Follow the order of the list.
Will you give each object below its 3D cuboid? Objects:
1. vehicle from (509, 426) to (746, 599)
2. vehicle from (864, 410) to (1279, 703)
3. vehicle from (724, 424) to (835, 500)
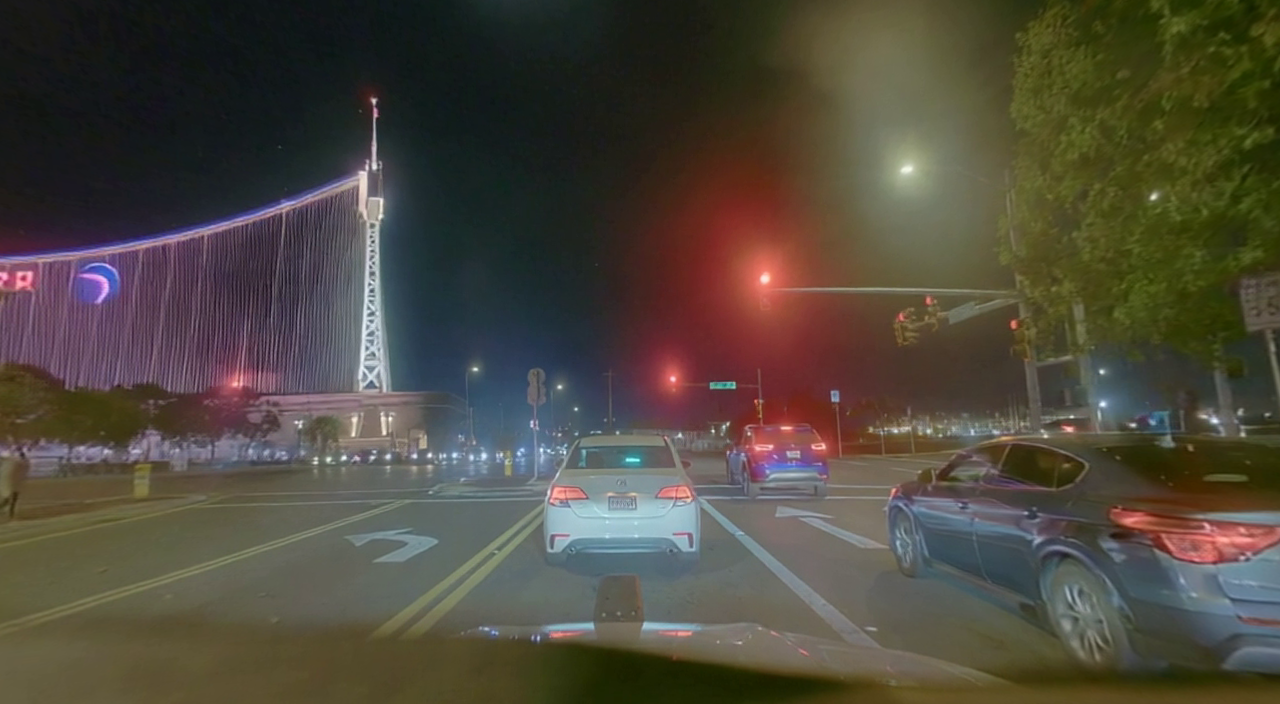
[{"bbox_3d":[-0.127,1.710,7.567,2.096,1.521,3.747,0,-8,-1],"label":"vehicle"},{"bbox_3d":[3.367,1.278,4.643,1.833,1.465,4.258,0,-8,-1],"label":"vehicle"},{"bbox_3d":[3.550,2.902,17.067,1.978,1.738,4.599,0,-8,0],"label":"vehicle"}]
